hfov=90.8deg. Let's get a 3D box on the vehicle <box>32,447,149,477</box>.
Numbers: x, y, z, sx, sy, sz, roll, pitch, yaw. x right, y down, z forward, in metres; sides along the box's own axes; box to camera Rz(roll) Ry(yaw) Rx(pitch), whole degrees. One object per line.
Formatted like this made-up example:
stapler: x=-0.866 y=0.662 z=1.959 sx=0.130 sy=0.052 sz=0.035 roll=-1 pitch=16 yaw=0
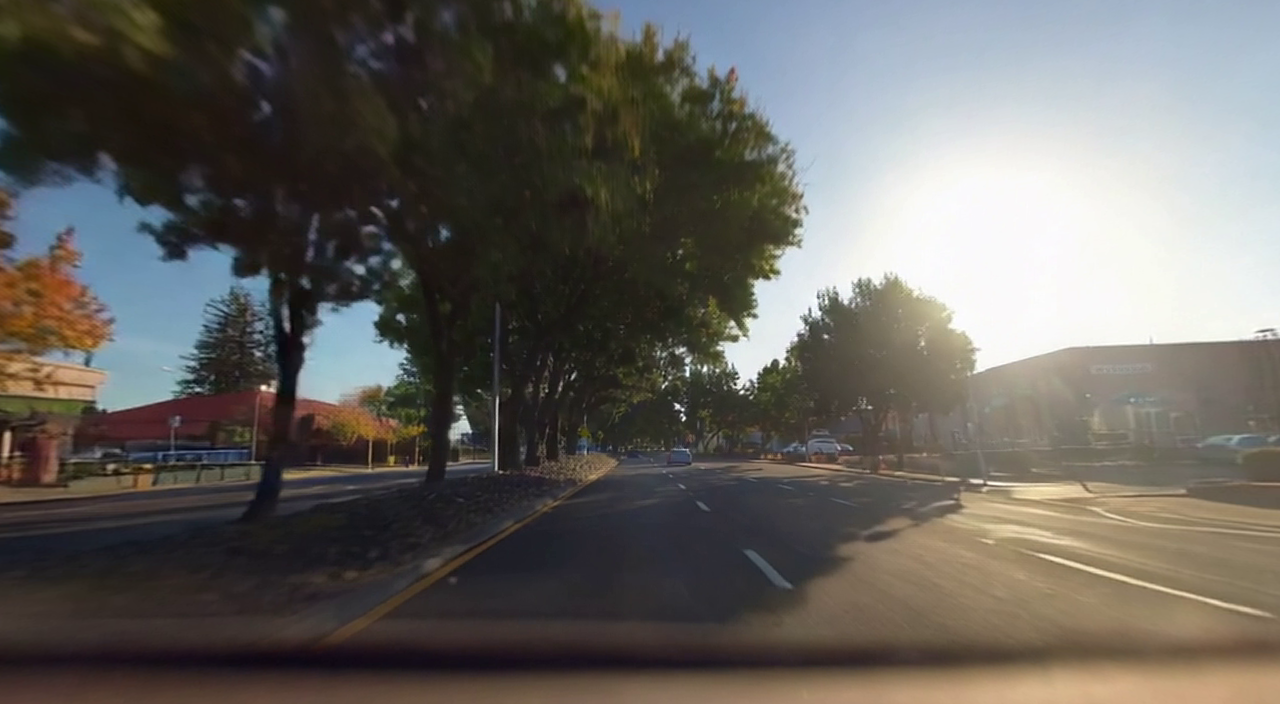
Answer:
vehicle: x=-28.042 y=5.599 z=32.329 sx=4.140 sy=1.446 sz=1.888 roll=0 pitch=-9 yaw=0
